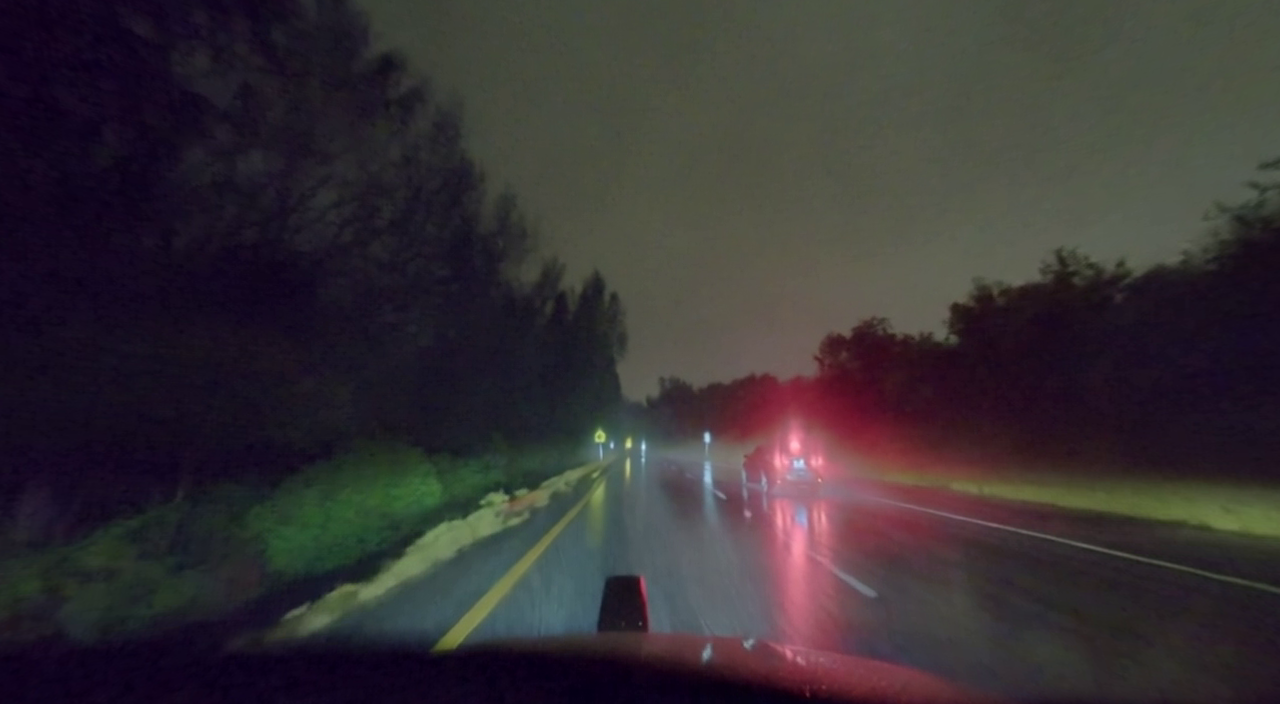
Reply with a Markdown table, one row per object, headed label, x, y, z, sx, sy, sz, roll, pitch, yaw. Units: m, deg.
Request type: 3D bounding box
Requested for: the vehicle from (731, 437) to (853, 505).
| label | x | y | z | sx | sy | sz | roll | pitch | yaw |
| --- | --- | --- | --- | --- | --- | --- | --- | --- | --- |
| vehicle | 3.667 | 2.956 | 16.164 | 2.003 | 1.466 | 4.441 | -1 | -8 | 0 |
